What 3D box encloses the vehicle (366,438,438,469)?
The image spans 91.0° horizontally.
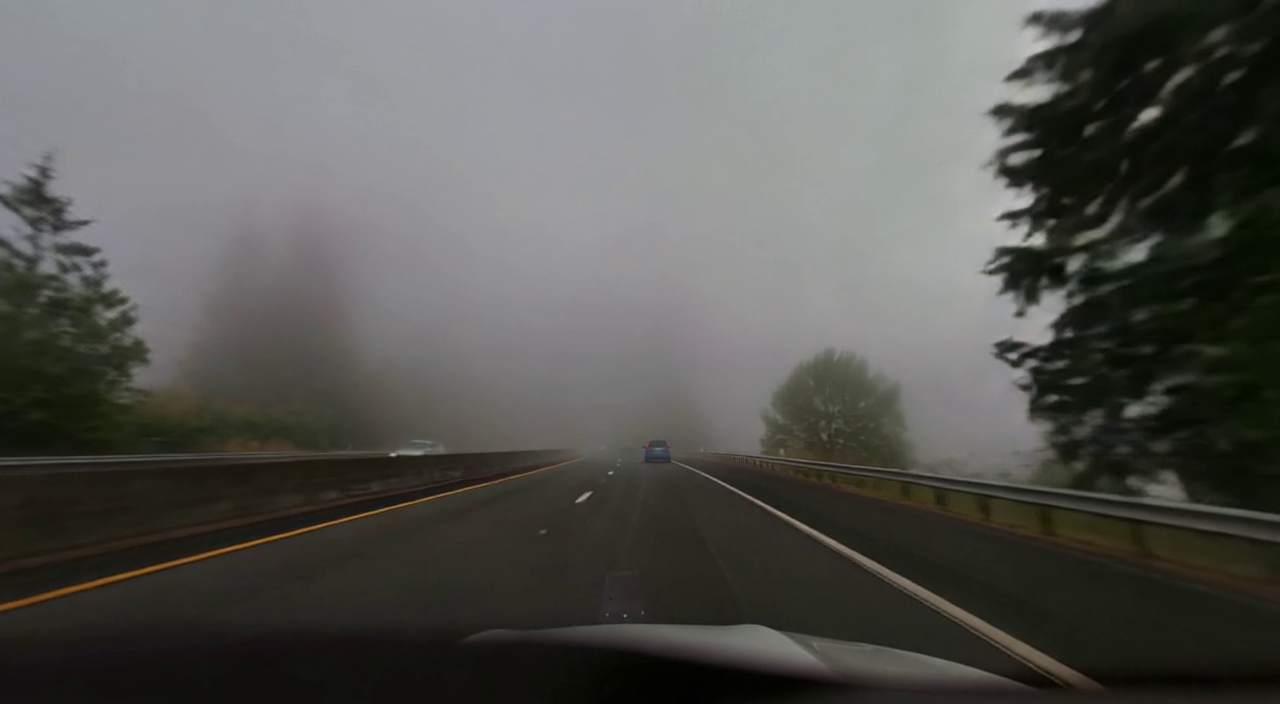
[{"bbox_3d":[-12.325,5.281,32.940,1.959,1.502,4.560,0,-9,1],"label":"vehicle"}]

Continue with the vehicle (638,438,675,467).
[{"bbox_3d":[0.987,6.263,39.394,2.079,1.729,4.380,0,-9,-2],"label":"vehicle"}]
